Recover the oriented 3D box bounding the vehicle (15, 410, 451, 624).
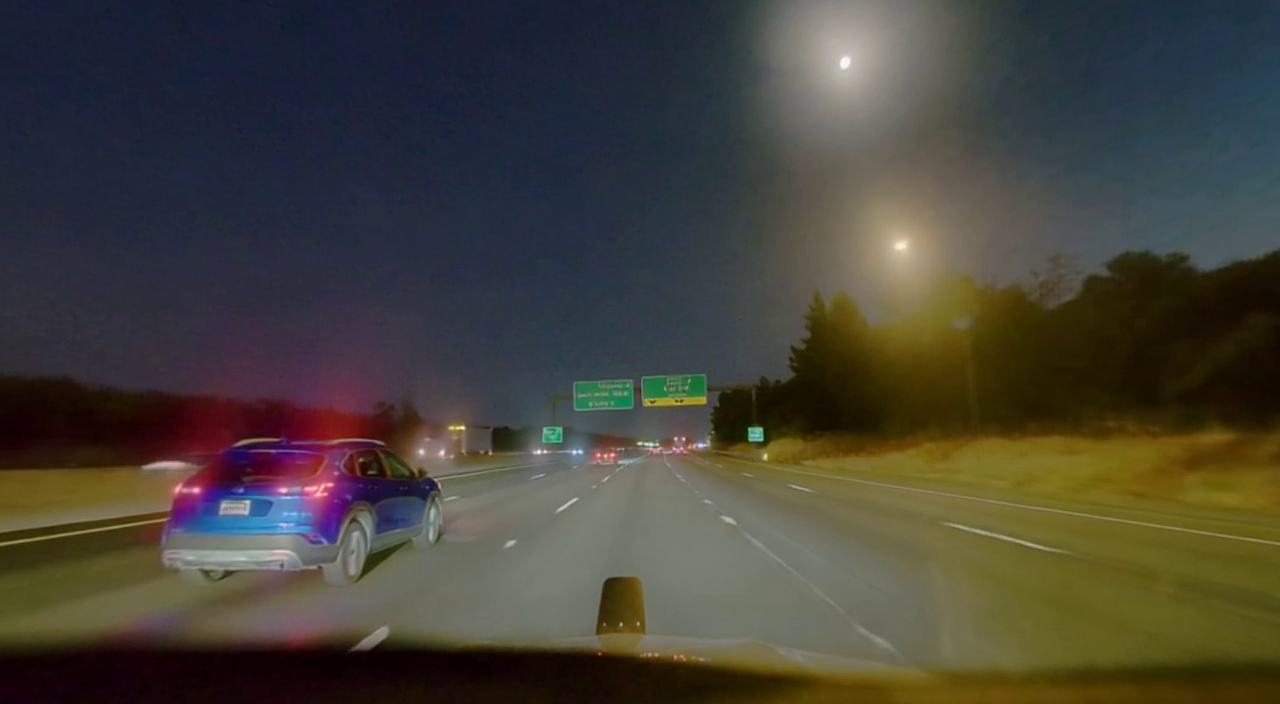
[{"bbox_3d":[-3.766,1.579,6.986,2.016,1.623,4.126,0,-8,1],"label":"vehicle"}]
